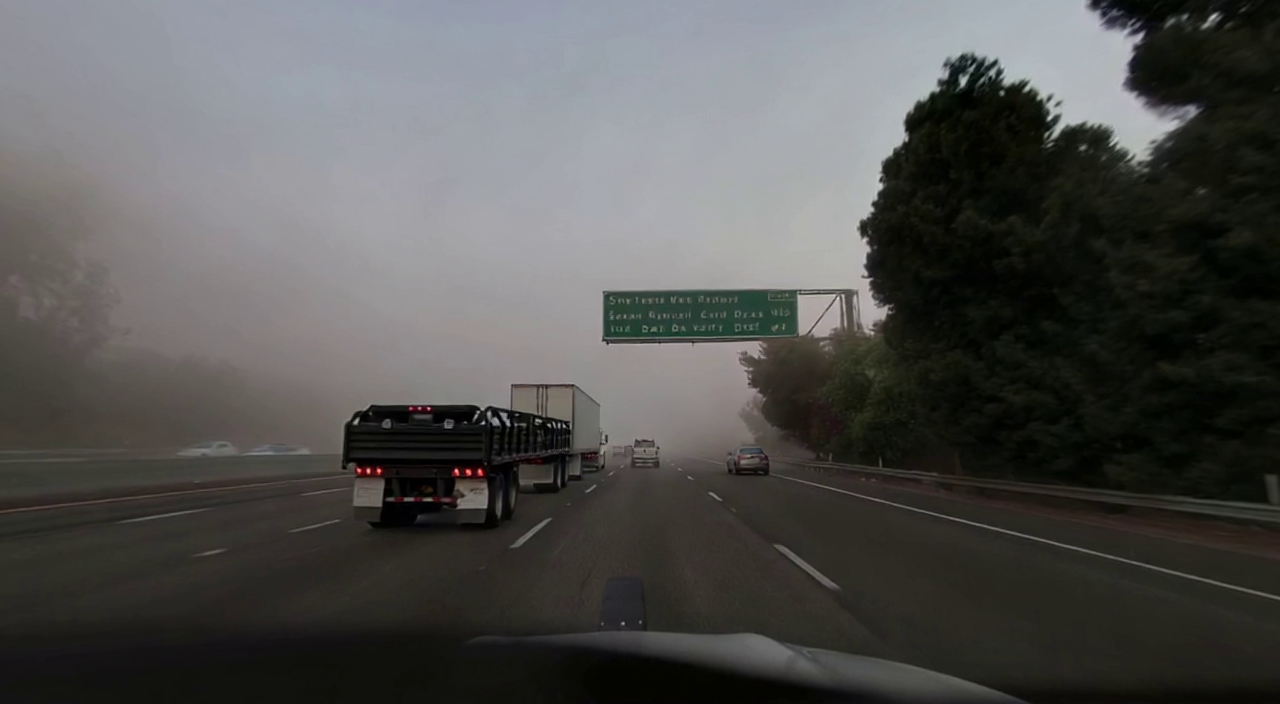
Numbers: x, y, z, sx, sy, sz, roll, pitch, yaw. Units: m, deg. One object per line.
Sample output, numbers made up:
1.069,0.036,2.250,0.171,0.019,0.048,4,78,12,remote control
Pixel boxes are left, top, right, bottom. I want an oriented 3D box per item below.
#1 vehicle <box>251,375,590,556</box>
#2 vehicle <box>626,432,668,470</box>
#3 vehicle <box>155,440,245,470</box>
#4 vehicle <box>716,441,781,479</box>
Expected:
-3.547,2.735,16.642,2.854,2.379,16.653,0,-9,1,vehicle
0.446,5.791,37.001,2.309,2.023,5.130,0,-8,1,vehicle
-24.265,5.703,35.009,1.845,1.521,4.273,0,-8,1,vehicle
4.557,4.589,27.143,1.993,1.474,4.230,0,-8,-1,vehicle
